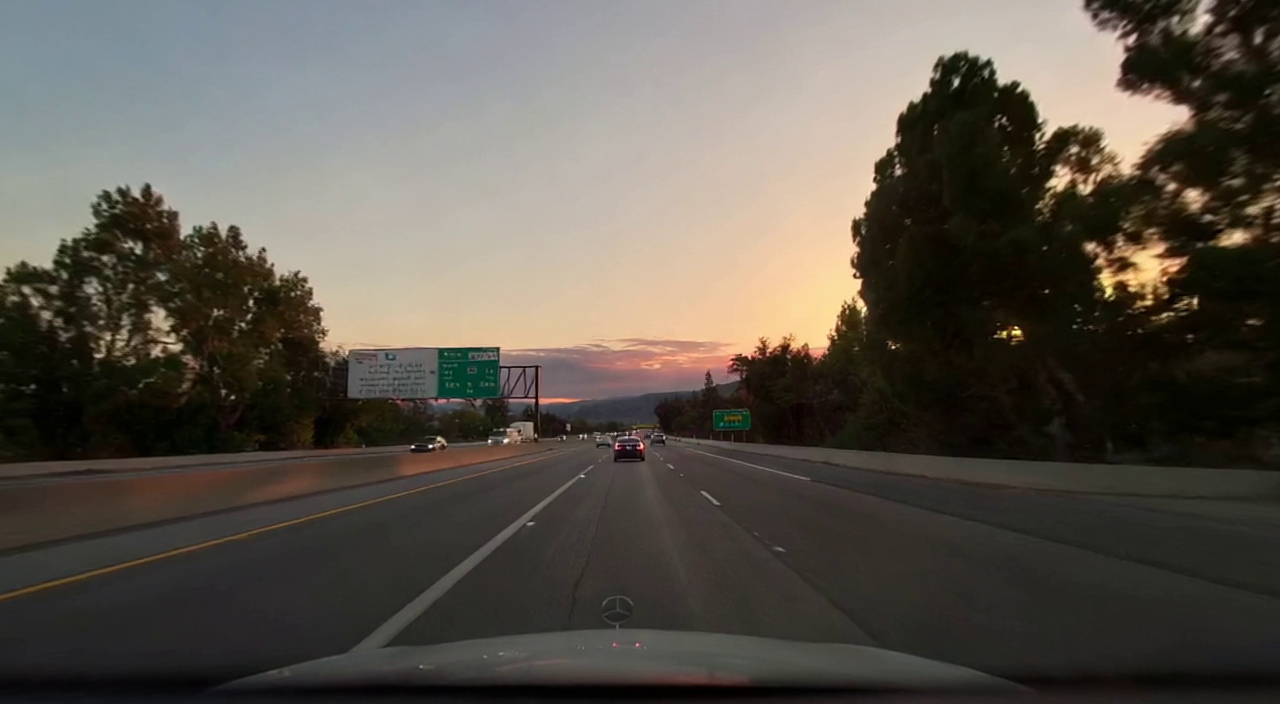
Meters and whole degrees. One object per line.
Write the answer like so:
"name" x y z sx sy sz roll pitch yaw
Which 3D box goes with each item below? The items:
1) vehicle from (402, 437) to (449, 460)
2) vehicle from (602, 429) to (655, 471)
"vehicle" -16.325 7.340 48.108 2.001 1.671 4.427 0 -8 0
"vehicle" -0.483 4.125 26.768 2.094 1.600 3.666 0 -8 -1
